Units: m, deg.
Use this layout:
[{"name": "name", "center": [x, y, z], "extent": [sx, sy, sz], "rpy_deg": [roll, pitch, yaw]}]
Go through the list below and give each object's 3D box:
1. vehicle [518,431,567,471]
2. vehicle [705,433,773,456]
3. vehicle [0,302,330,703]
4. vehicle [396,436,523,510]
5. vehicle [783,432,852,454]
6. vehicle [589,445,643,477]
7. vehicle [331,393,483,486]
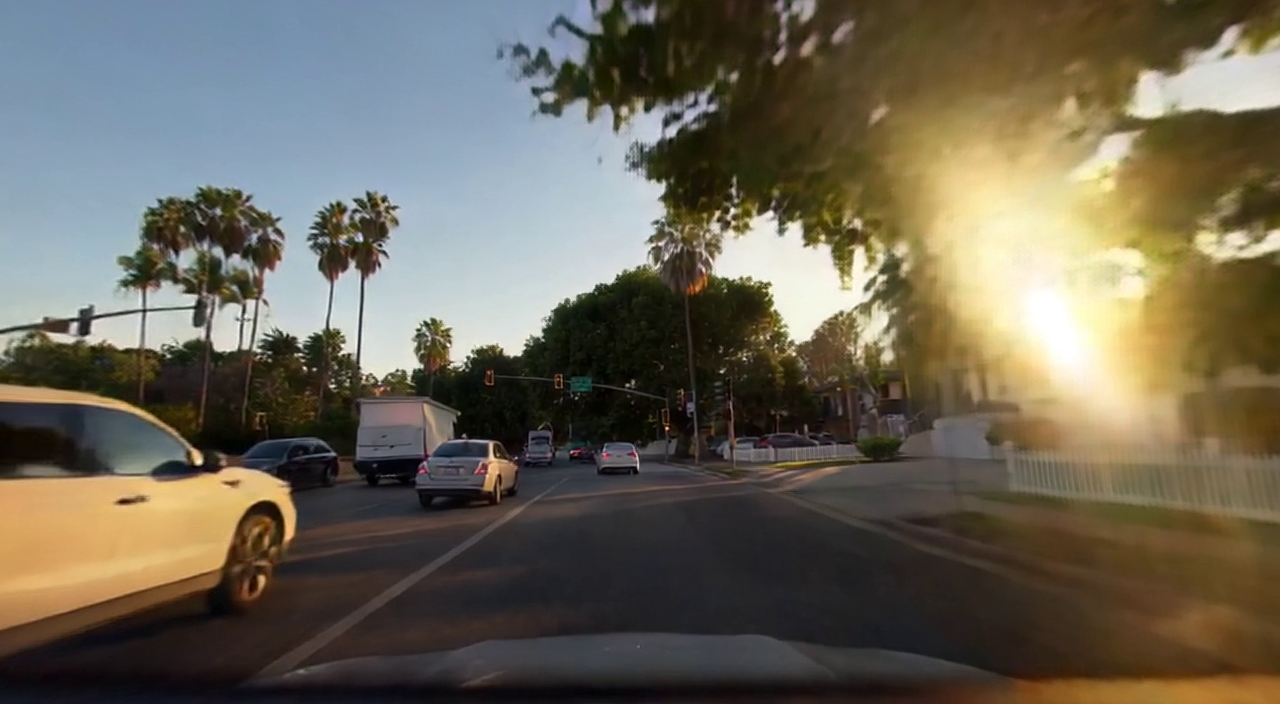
[{"name": "vehicle", "center": [-4.874, 5.006, 32.048], "extent": [2.032, 1.852, 4.571], "rpy_deg": [-1, -8, -3]}, {"name": "vehicle", "center": [7.738, 7.249, 49.262], "extent": [4.742, 1.690, 2.218], "rpy_deg": [3, -9, -20]}, {"name": "vehicle", "center": [-3.965, 0.798, 3.260], "extent": [2.144, 1.877, 4.899], "rpy_deg": [-1, -8, 1]}, {"name": "vehicle", "center": [-3.995, 2.732, 14.705], "extent": [1.709, 1.425, 4.337], "rpy_deg": [-1, -8, 0]}, {"name": "vehicle", "center": [13.548, 6.952, 48.209], "extent": [4.615, 1.555, 2.021], "rpy_deg": [2, -9, -16]}, {"name": "vehicle", "center": [-1.118, 4.590, 26.893], "extent": [2.131, 1.222, 3.868], "rpy_deg": [0, -8, -5]}, {"name": "vehicle", "center": [-7.709, 3.078, 22.006], "extent": [2.821, 2.701, 6.721], "rpy_deg": [0, -8, -1]}]
